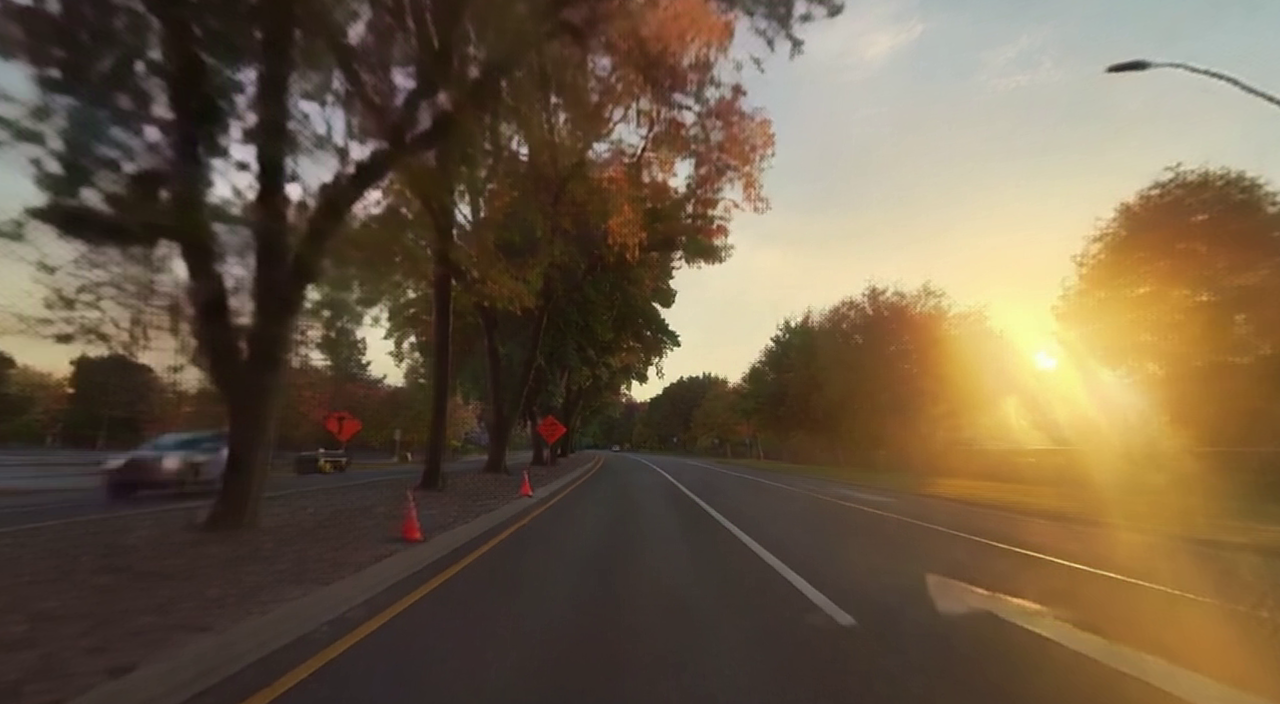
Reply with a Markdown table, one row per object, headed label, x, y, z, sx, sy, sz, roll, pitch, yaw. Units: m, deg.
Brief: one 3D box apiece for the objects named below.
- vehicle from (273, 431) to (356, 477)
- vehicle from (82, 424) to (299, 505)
| label | x | y | z | sx | sy | sz | roll | pitch | yaw |
| --- | --- | --- | --- | --- | --- | --- | --- | --- | --- |
| vehicle | -15.739 | 4.942 | 30.771 | 2.340 | 2.062 | 3.192 | 0 | -9 | -3 |
| vehicle | -11.152 | 2.818 | 16.242 | 2.236 | 1.758 | 4.564 | 0 | -9 | -1 |
